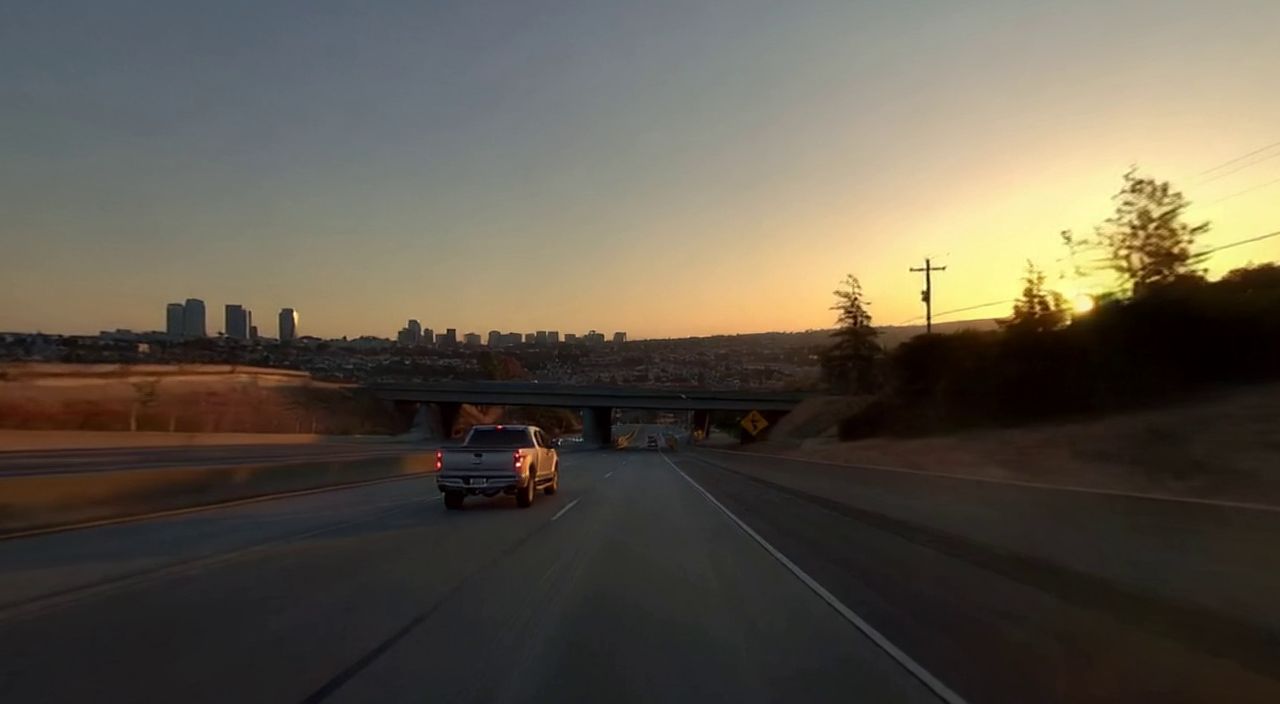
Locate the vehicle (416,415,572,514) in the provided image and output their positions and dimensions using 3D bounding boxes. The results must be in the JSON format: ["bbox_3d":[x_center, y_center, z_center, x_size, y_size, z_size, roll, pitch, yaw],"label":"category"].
[{"bbox_3d":[-3.213,2.654,15.419,2.350,1.932,5.562,-1,-8,2],"label":"vehicle"}]
